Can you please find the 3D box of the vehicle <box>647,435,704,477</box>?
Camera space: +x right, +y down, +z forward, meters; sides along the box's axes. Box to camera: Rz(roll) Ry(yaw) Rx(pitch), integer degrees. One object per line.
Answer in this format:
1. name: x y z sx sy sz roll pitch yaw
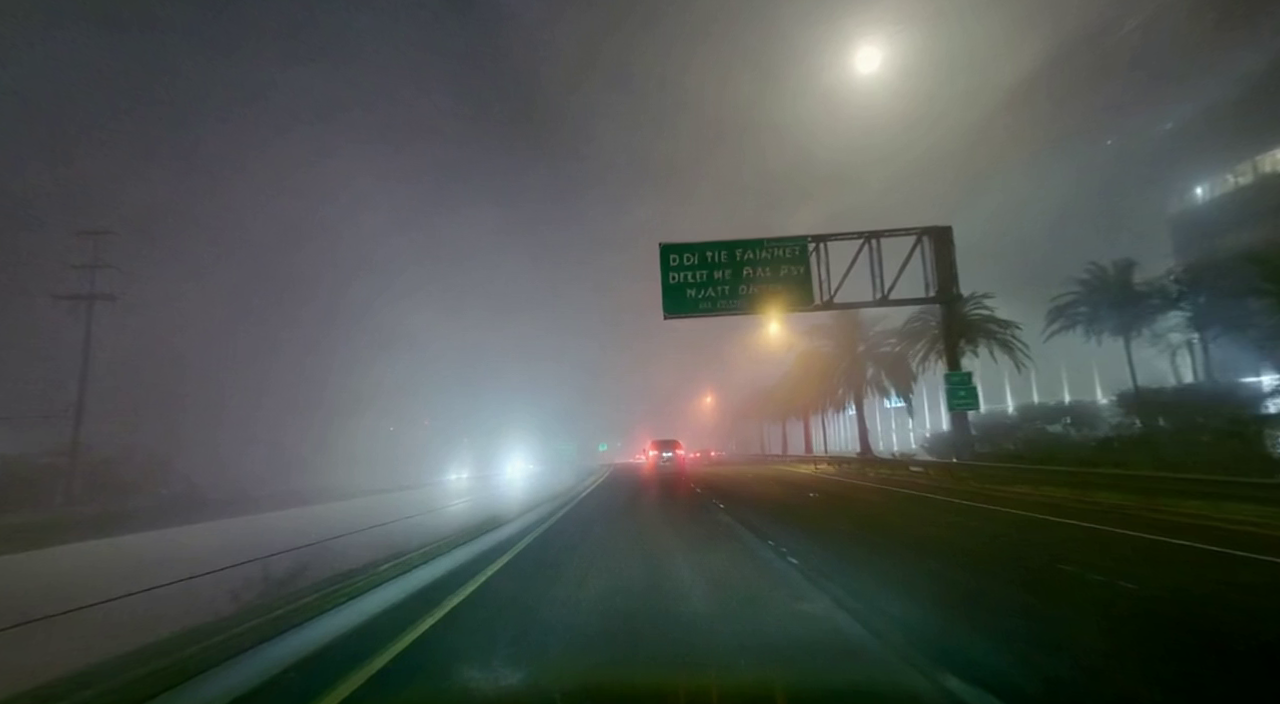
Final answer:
1. vehicle: 1.494 4.669 28.328 2.089 1.718 4.193 0 -9 -3
